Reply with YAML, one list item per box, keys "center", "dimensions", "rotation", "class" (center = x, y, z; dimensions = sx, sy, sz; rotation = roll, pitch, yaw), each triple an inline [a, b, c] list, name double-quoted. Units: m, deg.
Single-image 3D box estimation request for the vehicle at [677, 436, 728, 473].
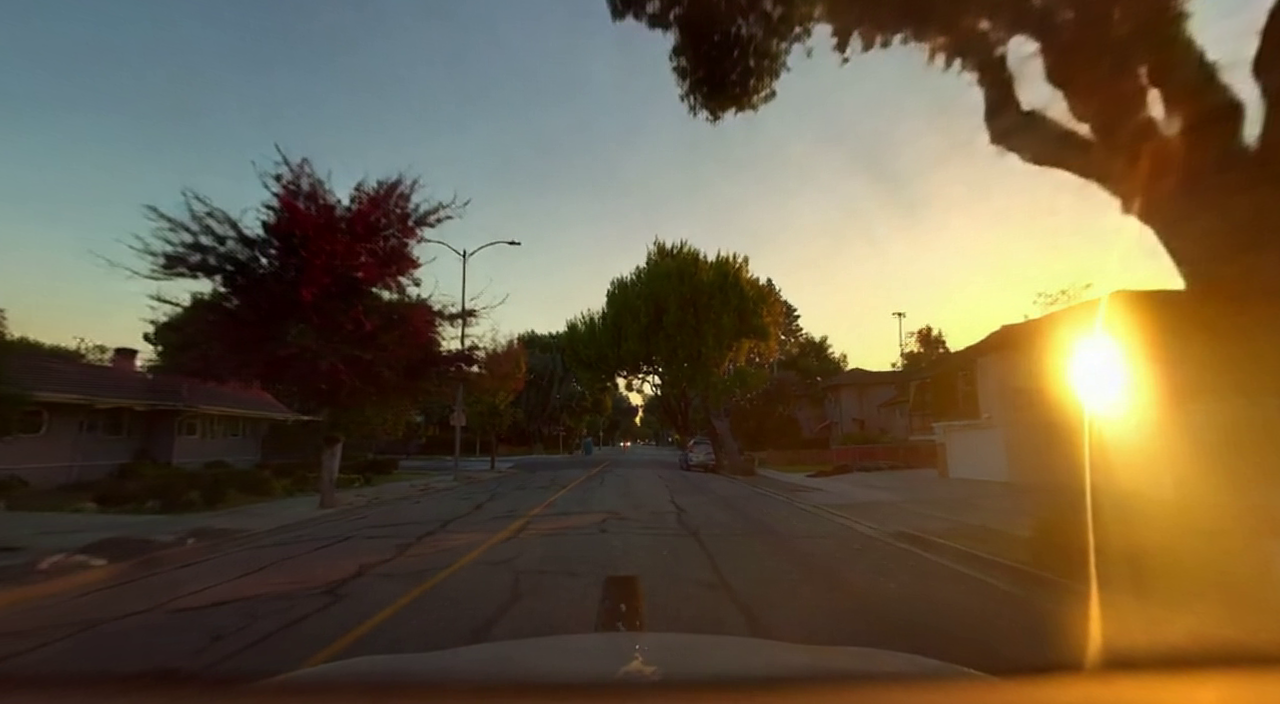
- center: [3.058, 5.107, 31.660]
  dimensions: [2.086, 1.726, 4.384]
  rotation: [0, -9, 0]
  class: "vehicle"
